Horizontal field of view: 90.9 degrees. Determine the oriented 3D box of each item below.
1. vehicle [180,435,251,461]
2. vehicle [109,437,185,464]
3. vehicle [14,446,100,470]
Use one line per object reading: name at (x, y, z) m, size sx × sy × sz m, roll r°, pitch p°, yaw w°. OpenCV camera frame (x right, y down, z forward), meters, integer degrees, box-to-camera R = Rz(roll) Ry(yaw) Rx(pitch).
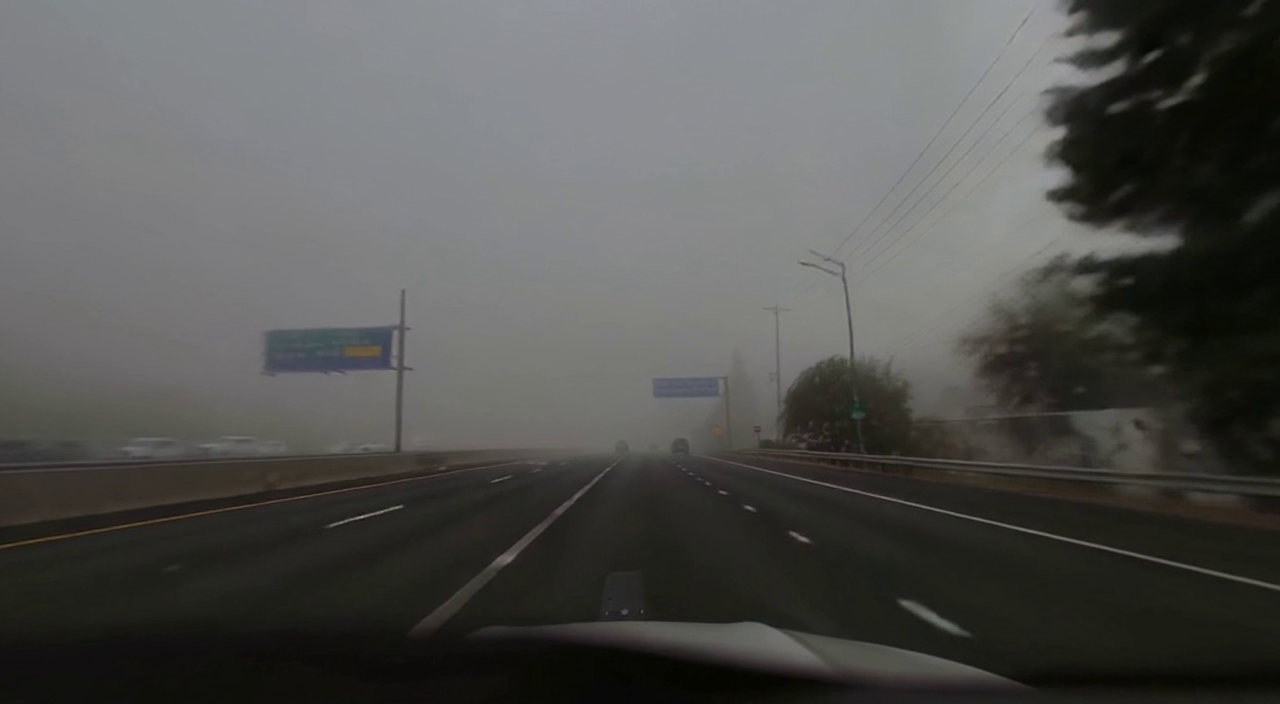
vehicle at (-30.146, 6.819, 44.964) m, size 1.935 × 1.719 × 4.384 m, roll 0°, pitch -8°, yaw 0°
vehicle at (-33.592, 6.700, 43.133) m, size 1.825 × 1.710 × 4.206 m, roll 0°, pitch -8°, yaw -1°
vehicle at (-38.856, 7.044, 42.152) m, size 1.727 × 1.439 × 4.131 m, roll 0°, pitch -8°, yaw 1°
